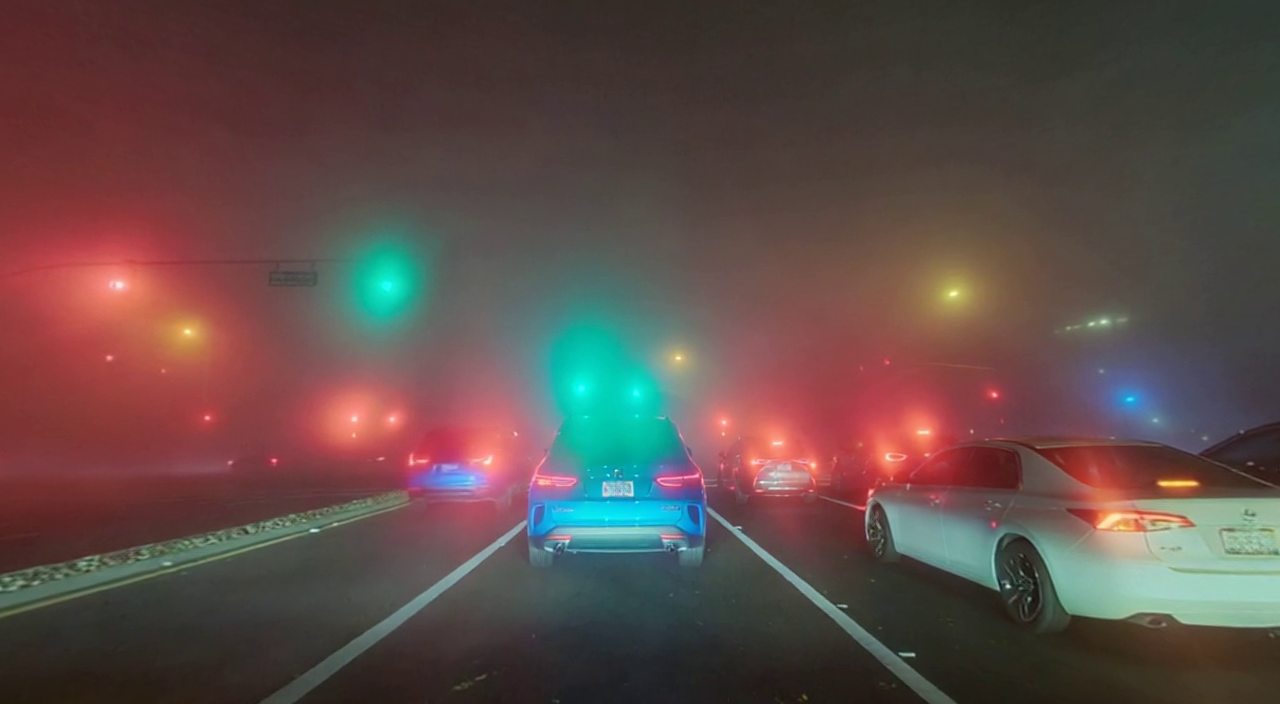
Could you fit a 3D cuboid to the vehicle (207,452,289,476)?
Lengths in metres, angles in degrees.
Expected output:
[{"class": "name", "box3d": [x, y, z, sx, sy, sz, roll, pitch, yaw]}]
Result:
[{"class": "vehicle", "box3d": [-26.150, 7.461, 42.163, 4.369, 1.466, 1.791, -1, -8, 6]}]

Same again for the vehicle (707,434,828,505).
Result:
[{"class": "vehicle", "box3d": [2.981, 2.853, 15.770, 1.950, 1.506, 4.086, 0, -8, -3]}]

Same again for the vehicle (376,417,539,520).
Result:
[{"class": "vehicle", "box3d": [-3.629, 2.430, 13.724, 2.186, 1.794, 4.972, 0, -8, -2]}]

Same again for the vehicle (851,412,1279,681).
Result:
[{"class": "vehicle", "box3d": [3.626, 1.392, 5.698, 1.861, 1.478, 4.185, 0, -8, -2]}]

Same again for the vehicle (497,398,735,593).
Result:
[{"class": "vehicle", "box3d": [-0.269, 1.551, 7.619, 2.101, 1.707, 3.904, 0, -8, -2]}]
